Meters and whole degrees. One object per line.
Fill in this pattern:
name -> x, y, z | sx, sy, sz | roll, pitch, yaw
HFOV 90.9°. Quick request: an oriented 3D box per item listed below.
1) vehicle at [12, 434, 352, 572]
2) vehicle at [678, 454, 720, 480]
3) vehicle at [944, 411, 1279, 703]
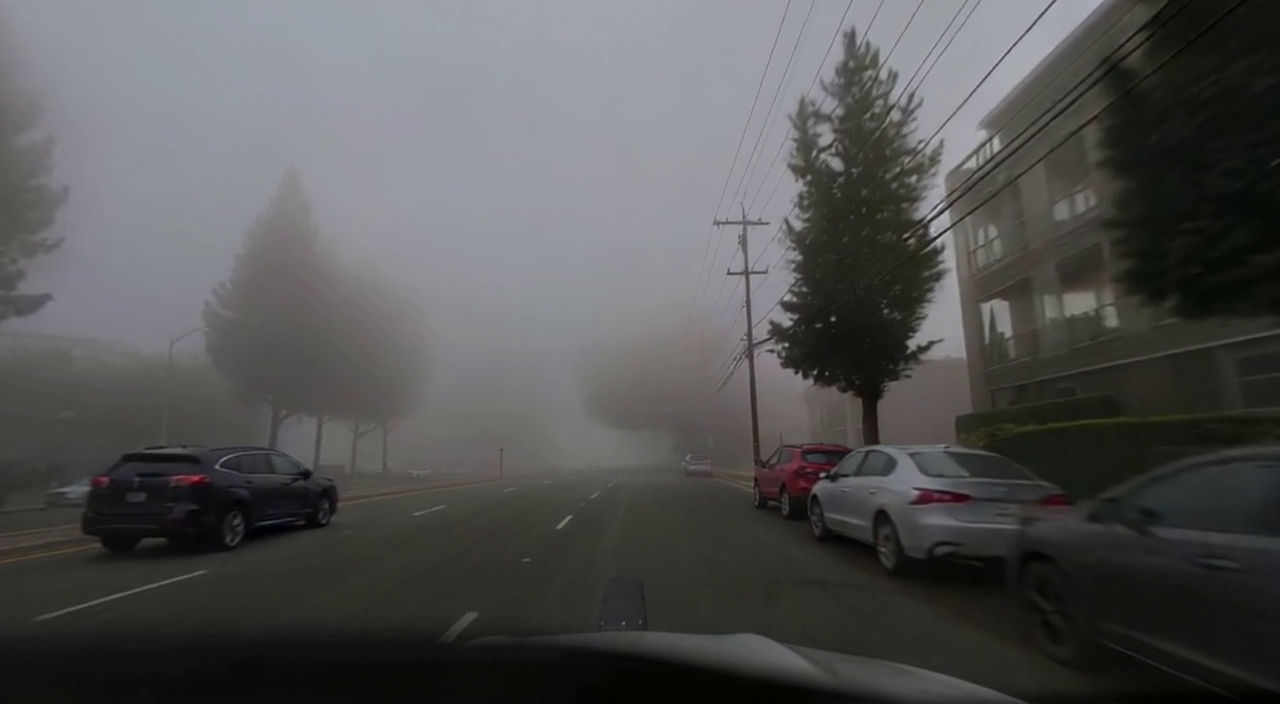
vehicle -> -6.699, 2.188, 10.080 | 2.000, 1.671, 4.497 | 0, -8, 0
vehicle -> 3.727, 7.351, 40.523 | 2.259, 1.500, 4.474 | 0, -8, 0
vehicle -> 3.357, 0.992, 2.565 | 2.016, 1.477, 4.620 | -1, -8, 1
